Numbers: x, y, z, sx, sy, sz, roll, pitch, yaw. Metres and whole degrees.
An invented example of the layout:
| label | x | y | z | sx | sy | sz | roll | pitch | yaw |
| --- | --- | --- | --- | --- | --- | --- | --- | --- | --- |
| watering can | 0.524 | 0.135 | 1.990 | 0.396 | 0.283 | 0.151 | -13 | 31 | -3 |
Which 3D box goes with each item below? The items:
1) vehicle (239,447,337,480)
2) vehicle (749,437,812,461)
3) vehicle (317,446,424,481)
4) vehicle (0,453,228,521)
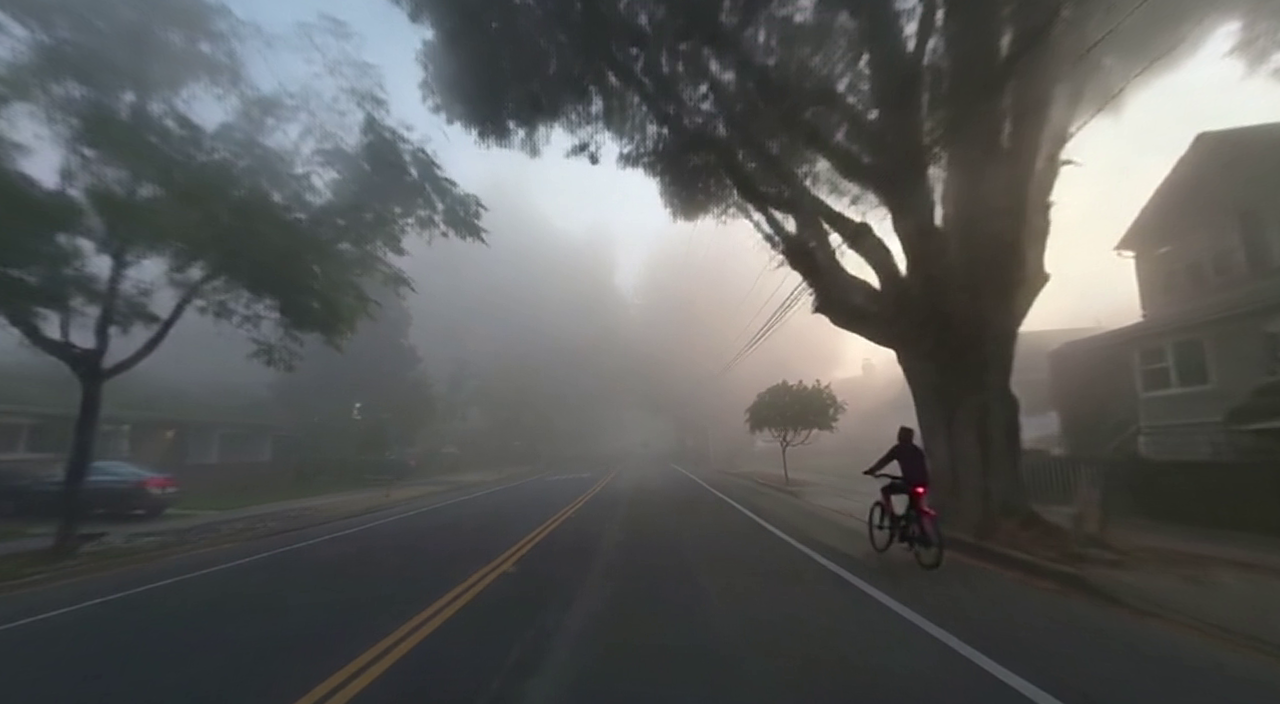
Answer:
| label | x | y | z | sx | sy | sz | roll | pitch | yaw |
| --- | --- | --- | --- | --- | --- | --- | --- | --- | --- |
| vehicle | -19.536 | 6.142 | 35.124 | 4.455 | 1.707 | 1.939 | 6 | -11 | -36 |
| vehicle | 10.808 | 7.519 | 48.870 | 4.449 | 1.765 | 1.917 | -1 | -9 | 4 |
| vehicle | -13.704 | 5.682 | 32.328 | 4.587 | 1.722 | 1.906 | 0 | -9 | -1 |
| vehicle | -12.892 | 3.149 | 15.044 | 4.717 | 1.465 | 1.887 | 0 | -9 | -3 |
